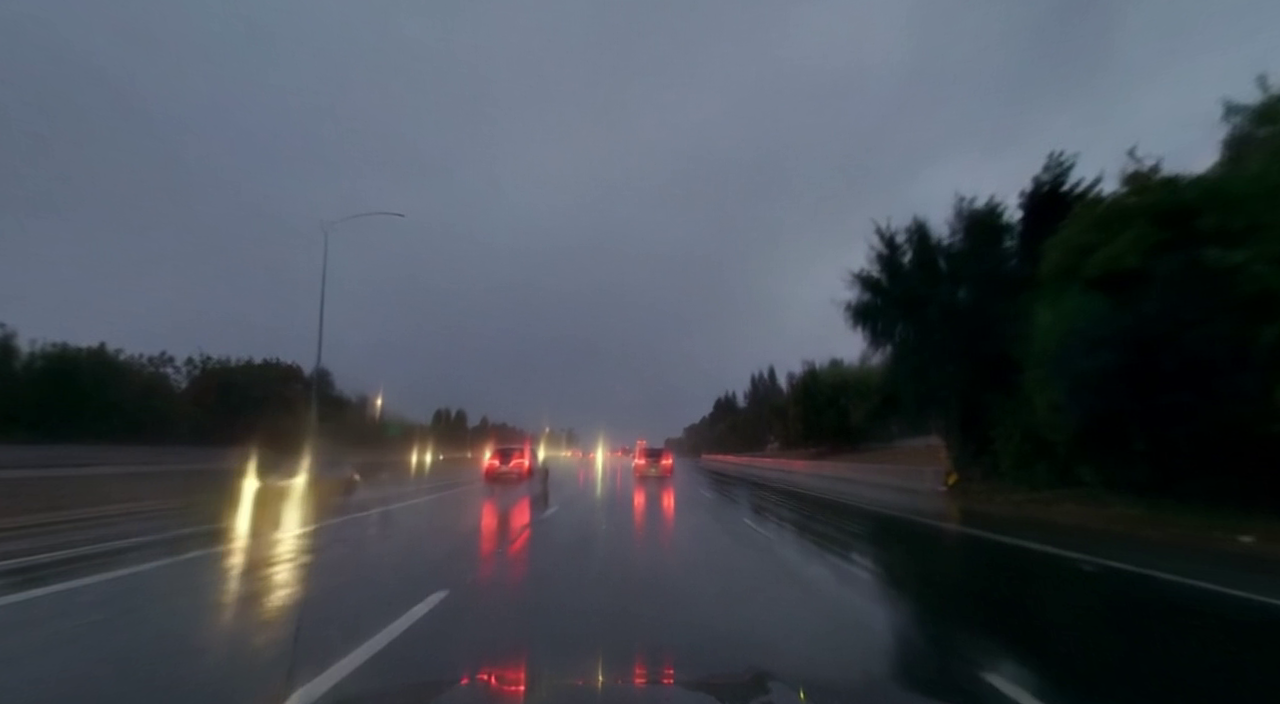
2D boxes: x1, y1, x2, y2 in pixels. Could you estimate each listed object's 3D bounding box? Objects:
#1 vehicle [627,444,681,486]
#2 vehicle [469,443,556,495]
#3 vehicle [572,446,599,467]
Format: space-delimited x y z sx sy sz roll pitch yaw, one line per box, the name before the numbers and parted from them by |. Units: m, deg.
vehicle | 0.518 4.566 25.656 2.015 1.526 4.286 0 -9 0
vehicle | -4.059 3.801 20.743 1.940 1.502 4.463 0 -9 0
vehicle | -4.232 8.193 49.157 1.837 1.530 3.844 0 -9 -1
